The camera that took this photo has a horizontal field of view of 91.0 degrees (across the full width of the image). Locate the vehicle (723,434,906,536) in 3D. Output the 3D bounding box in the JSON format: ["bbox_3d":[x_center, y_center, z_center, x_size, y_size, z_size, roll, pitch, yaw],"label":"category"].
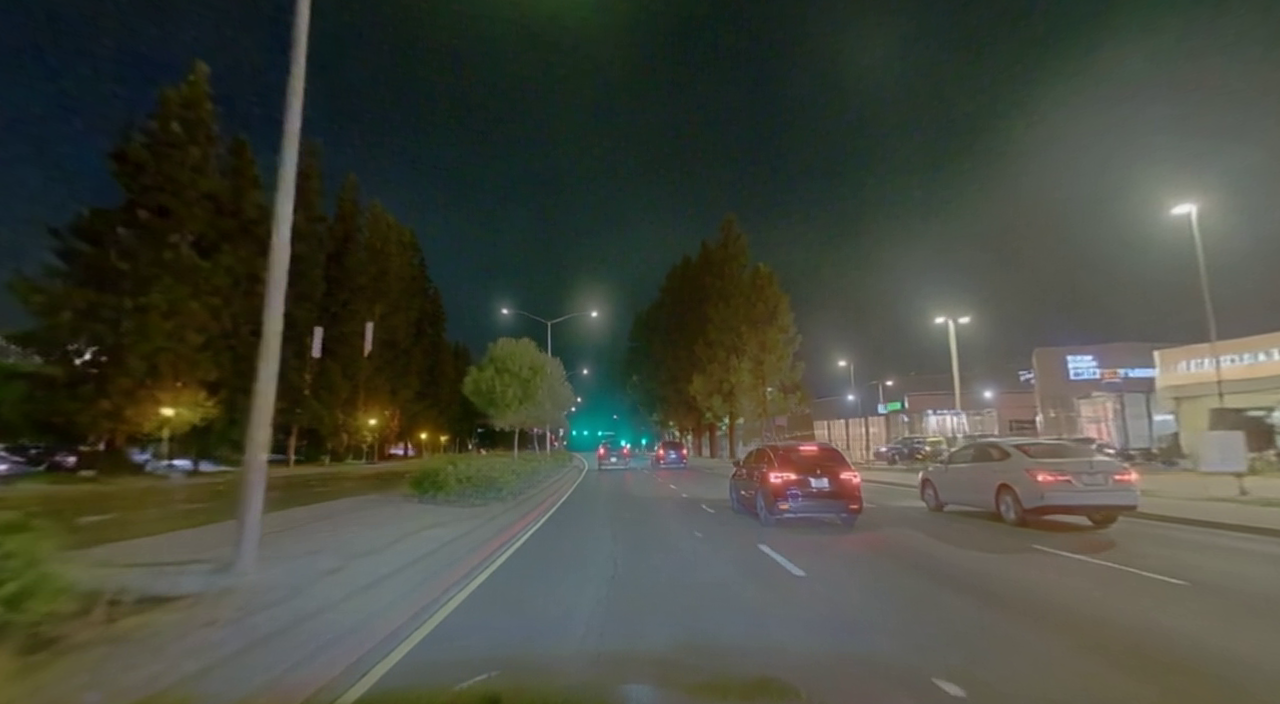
[{"bbox_3d":[2.817,2.249,11.301,1.883,1.452,4.258,0,-8,-3],"label":"vehicle"}]

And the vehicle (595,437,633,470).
[{"bbox_3d":[-1.590,5.931,36.866,2.051,1.798,4.168,1,-8,-4],"label":"vehicle"}]

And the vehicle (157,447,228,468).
[{"bbox_3d":[-30.782,7.234,43.371,3.502,1.364,1.773,1,-8,-4],"label":"vehicle"}]

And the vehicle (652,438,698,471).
[{"bbox_3d":[1.924,5.788,35.734,2.000,1.745,4.206,1,-8,-5],"label":"vehicle"}]

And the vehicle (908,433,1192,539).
[{"bbox_3d":[6.661,2.188,10.975,1.917,1.457,4.274,0,-8,-3],"label":"vehicle"}]

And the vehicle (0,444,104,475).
[{"bbox_3d":[-30.543,5.501,32.295,4.040,1.501,2.088,1,-8,-4],"label":"vehicle"}]
